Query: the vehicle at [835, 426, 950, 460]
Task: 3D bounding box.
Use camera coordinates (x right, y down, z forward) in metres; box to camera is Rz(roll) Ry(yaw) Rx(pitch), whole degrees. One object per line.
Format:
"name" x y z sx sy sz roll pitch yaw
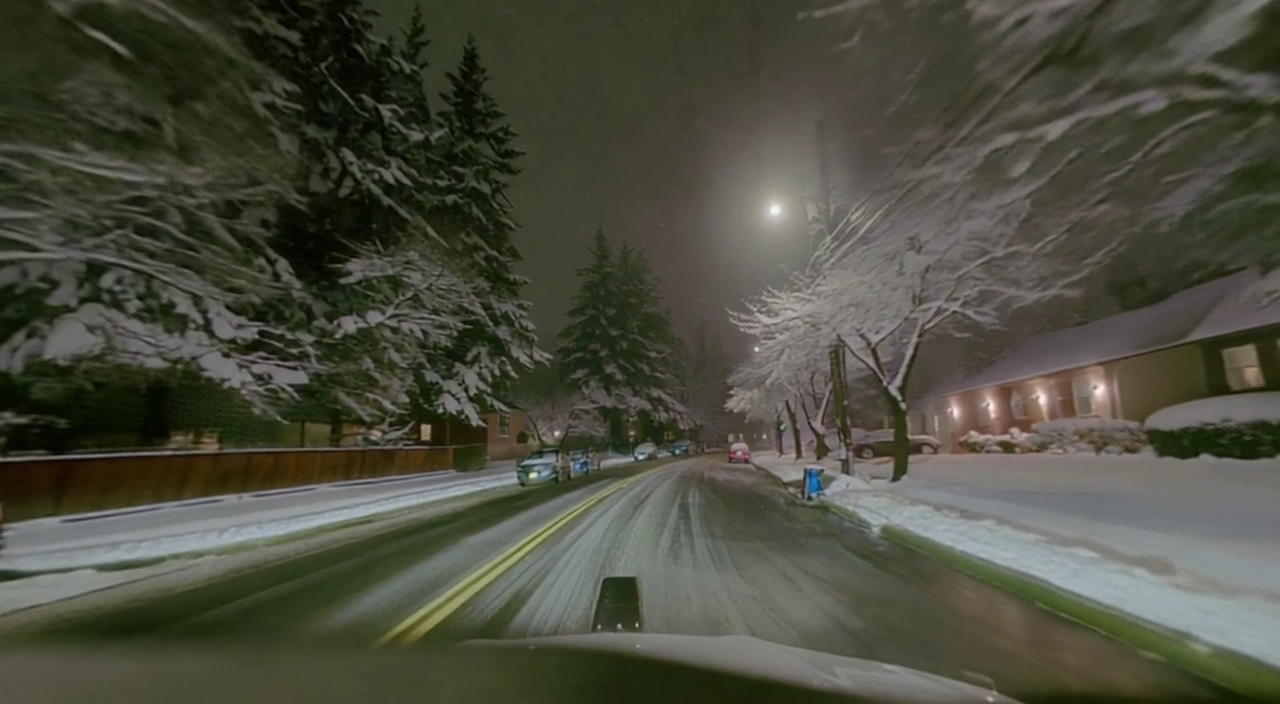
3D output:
"vehicle" 12.237 4.437 30.839 4.744 1.507 1.953 -1 -8 4

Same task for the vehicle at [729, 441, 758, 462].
"vehicle" 8.065 7.710 48.943 1.972 1.460 4.137 -2 -8 11

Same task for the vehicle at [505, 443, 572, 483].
"vehicle" -4.473 5.092 28.579 1.886 1.494 4.149 -2 -13 7

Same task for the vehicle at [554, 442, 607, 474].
"vehicle" -3.307 6.050 35.749 1.972 1.536 4.347 -2 -13 8
